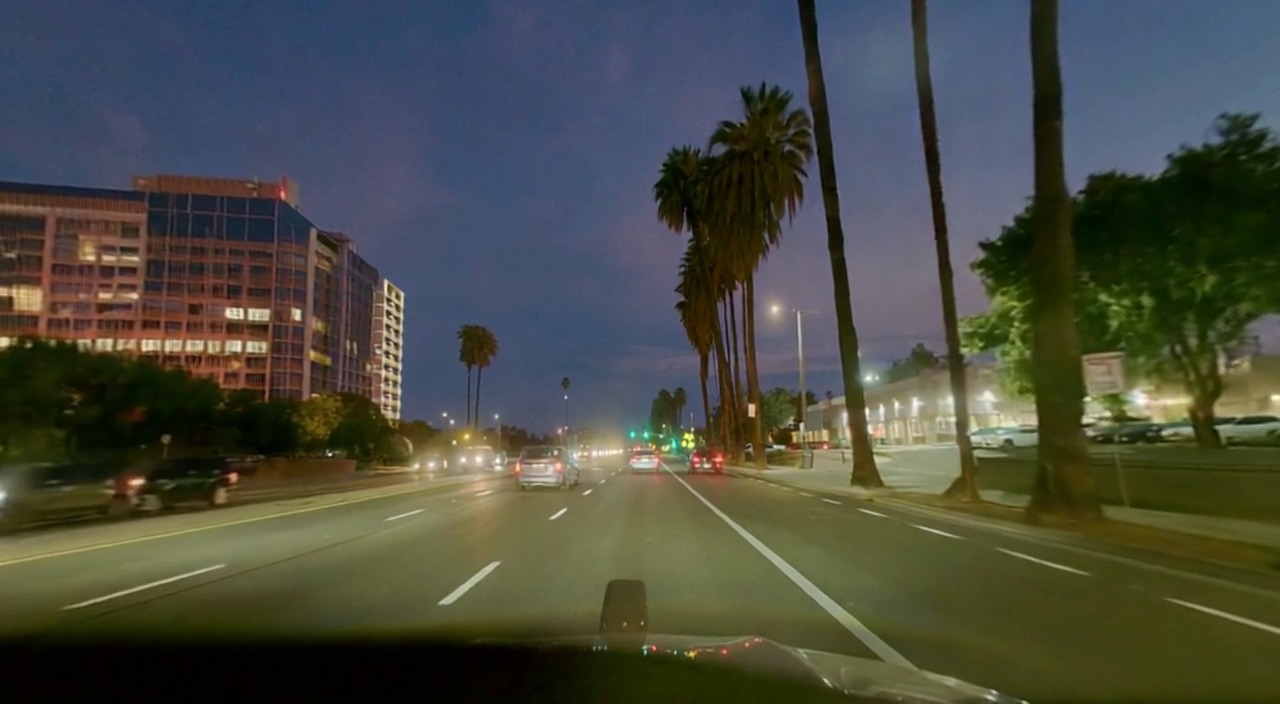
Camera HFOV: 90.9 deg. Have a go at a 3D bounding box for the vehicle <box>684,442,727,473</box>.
[{"bbox_3d":[4.011,6.571,39.452,2.108,1.785,4.334,0,-9,-1],"label":"vehicle"}]

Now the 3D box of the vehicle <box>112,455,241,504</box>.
[{"bbox_3d":[-17.393,4.763,23.911,1.831,1.611,3.912,0,-9,0],"label":"vehicle"}]

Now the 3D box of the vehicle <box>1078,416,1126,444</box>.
[{"bbox_3d":[27.694,4.733,37.879,1.781,1.592,3.879,-5,-10,29],"label":"vehicle"}]

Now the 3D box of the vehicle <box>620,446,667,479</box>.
[{"bbox_3d":[0.154,5.336,30.693,2.147,1.507,3.953,0,-9,0],"label":"vehicle"}]

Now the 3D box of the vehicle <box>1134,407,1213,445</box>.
[{"bbox_3d":[27.572,3.910,32.780,2.102,1.779,4.903,-5,-10,29],"label":"vehicle"}]

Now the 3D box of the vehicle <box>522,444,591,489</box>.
[{"bbox_3d":[-3.015,4.237,23.678,1.908,1.505,4.369,0,-9,1],"label":"vehicle"}]

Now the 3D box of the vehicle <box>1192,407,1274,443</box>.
[{"bbox_3d":[30.379,3.812,32.420,1.955,1.709,4.014,-5,-10,28],"label":"vehicle"}]

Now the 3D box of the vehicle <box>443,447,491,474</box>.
[{"bbox_3d":[-11.442,7.200,41.986,1.886,1.706,4.209,0,-9,1],"label":"vehicle"}]

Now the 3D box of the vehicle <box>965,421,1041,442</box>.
[{"bbox_3d":[27.831,6.172,48.483,1.663,1.499,4.774,5,-10,-32],"label":"vehicle"}]

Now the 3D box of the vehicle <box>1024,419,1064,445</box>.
[{"bbox_3d":[24.405,4.894,38.099,1.815,1.441,3.985,-7,-11,32],"label":"vehicle"}]
